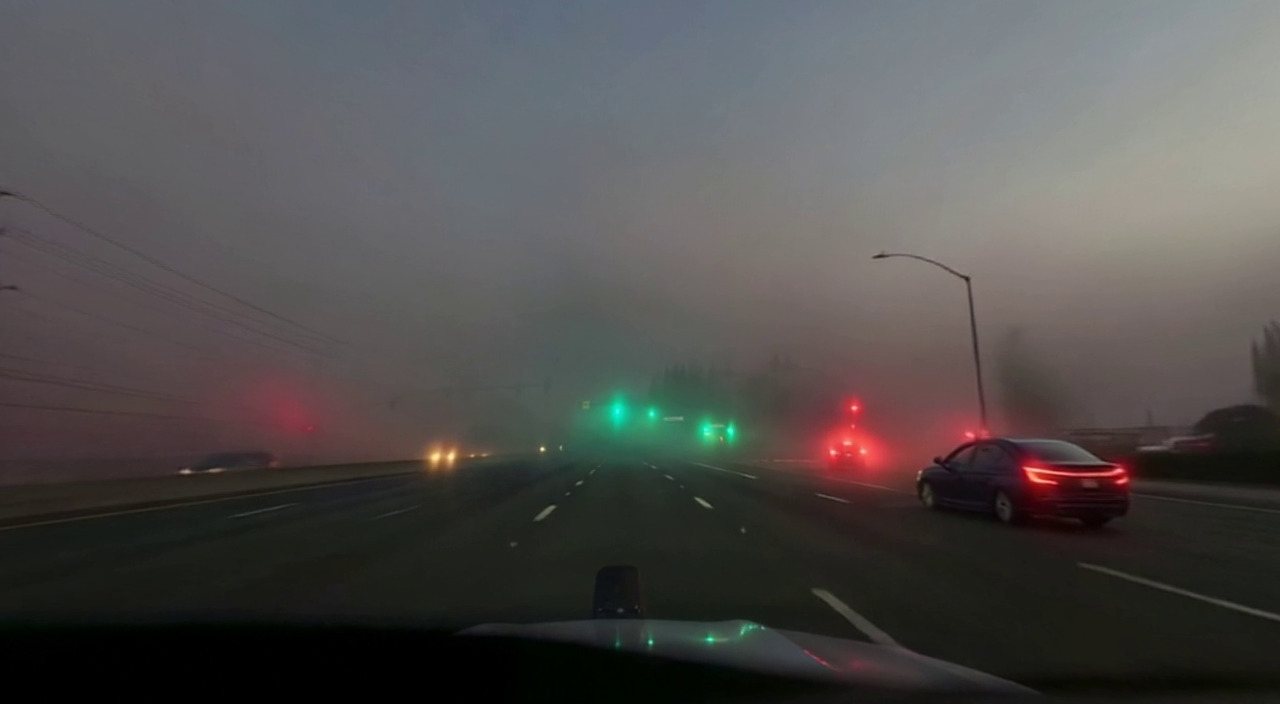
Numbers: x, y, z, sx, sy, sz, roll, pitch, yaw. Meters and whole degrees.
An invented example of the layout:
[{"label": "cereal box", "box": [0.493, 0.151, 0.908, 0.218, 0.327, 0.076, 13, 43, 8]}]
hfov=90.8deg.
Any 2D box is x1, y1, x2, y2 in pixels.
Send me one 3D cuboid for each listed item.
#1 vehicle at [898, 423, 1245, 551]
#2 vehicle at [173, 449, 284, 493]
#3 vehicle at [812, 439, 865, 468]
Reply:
[{"label": "vehicle", "box": [6.199, 1.980, 10.032, 2.113, 1.520, 4.650, 0, -8, -2]}, {"label": "vehicle", "box": [-18.031, 5.180, 27.993, 1.982, 1.728, 4.552, 0, -8, -2]}, {"label": "vehicle", "box": [11.589, 5.955, 37.110, 1.979, 1.581, 4.271, -1, -8, 4]}]
